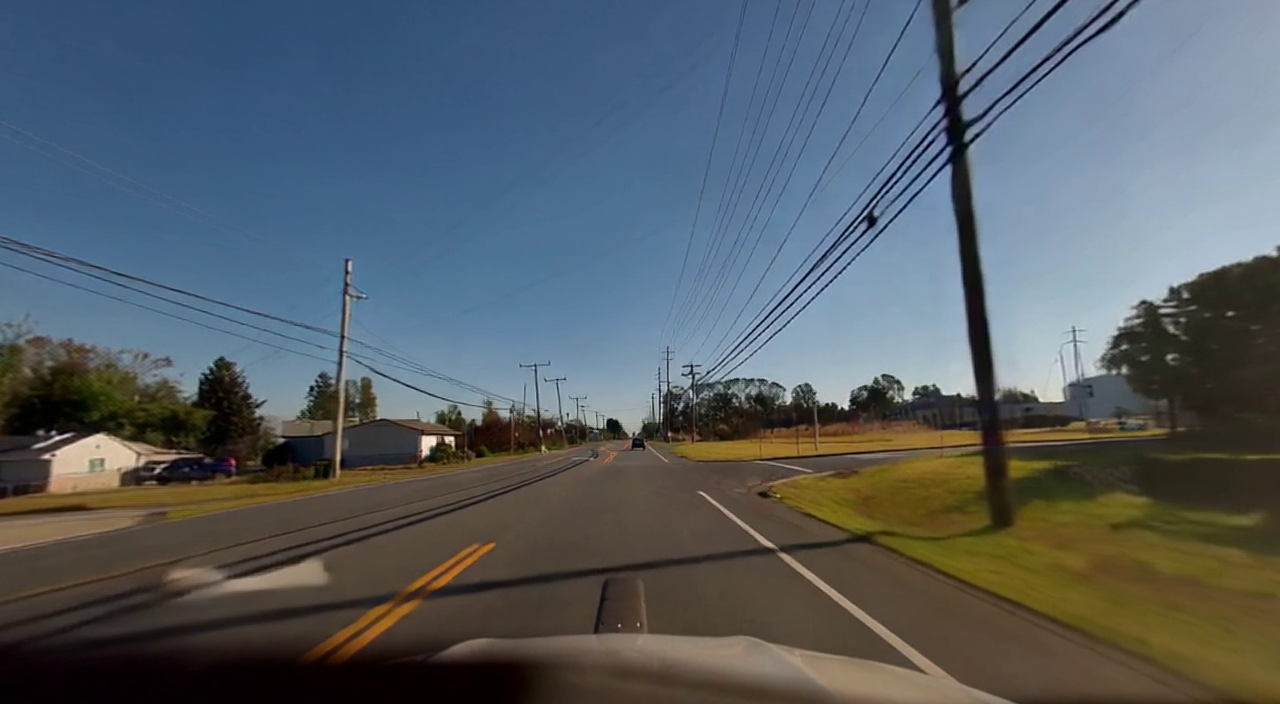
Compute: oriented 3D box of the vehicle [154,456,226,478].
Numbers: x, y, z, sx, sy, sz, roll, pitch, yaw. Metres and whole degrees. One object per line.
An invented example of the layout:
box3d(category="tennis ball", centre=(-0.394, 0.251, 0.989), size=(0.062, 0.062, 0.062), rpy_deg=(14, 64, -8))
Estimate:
box3d(category="vehicle", centre=(-34.814, 8.893, 48.900), size=(1.808, 1.527, 4.145), rpy_deg=(-8, -12, 43))
